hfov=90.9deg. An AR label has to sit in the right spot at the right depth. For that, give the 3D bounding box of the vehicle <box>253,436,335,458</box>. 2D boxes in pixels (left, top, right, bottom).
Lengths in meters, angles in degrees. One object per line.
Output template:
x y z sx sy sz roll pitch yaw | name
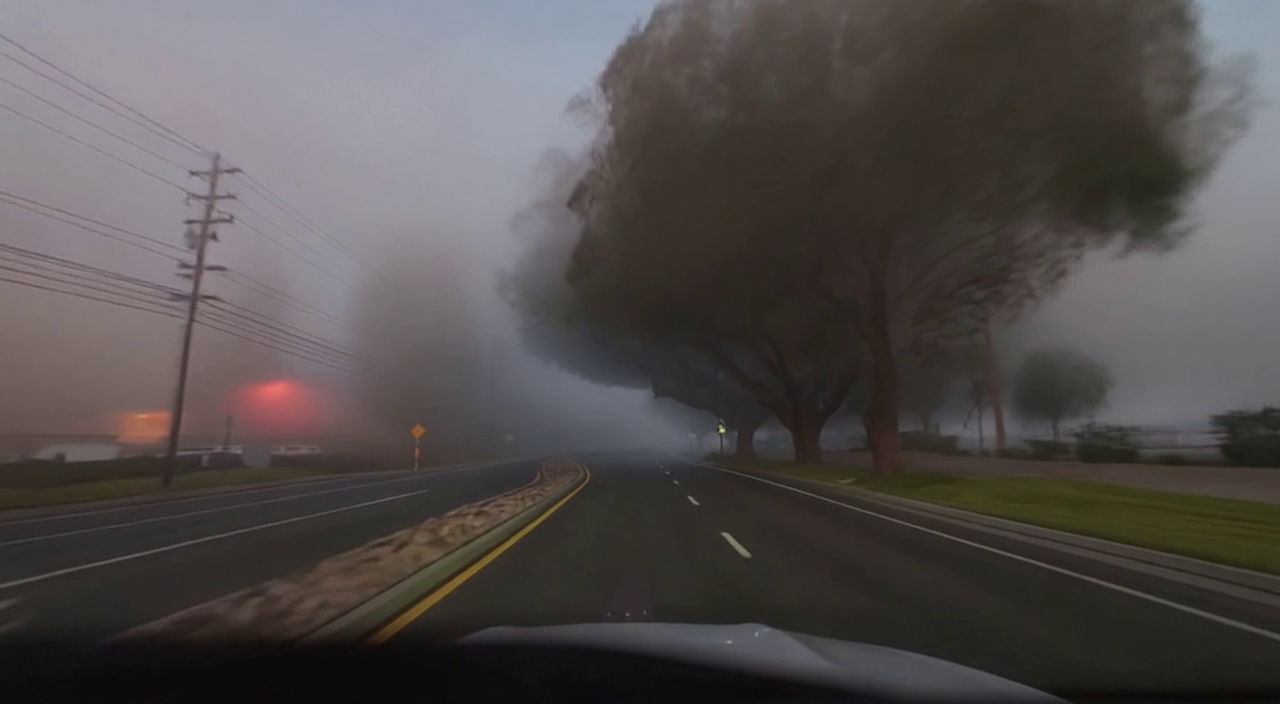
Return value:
-22.804 6.244 41.632 4.265 1.393 2.071 0 -8 4 | vehicle
